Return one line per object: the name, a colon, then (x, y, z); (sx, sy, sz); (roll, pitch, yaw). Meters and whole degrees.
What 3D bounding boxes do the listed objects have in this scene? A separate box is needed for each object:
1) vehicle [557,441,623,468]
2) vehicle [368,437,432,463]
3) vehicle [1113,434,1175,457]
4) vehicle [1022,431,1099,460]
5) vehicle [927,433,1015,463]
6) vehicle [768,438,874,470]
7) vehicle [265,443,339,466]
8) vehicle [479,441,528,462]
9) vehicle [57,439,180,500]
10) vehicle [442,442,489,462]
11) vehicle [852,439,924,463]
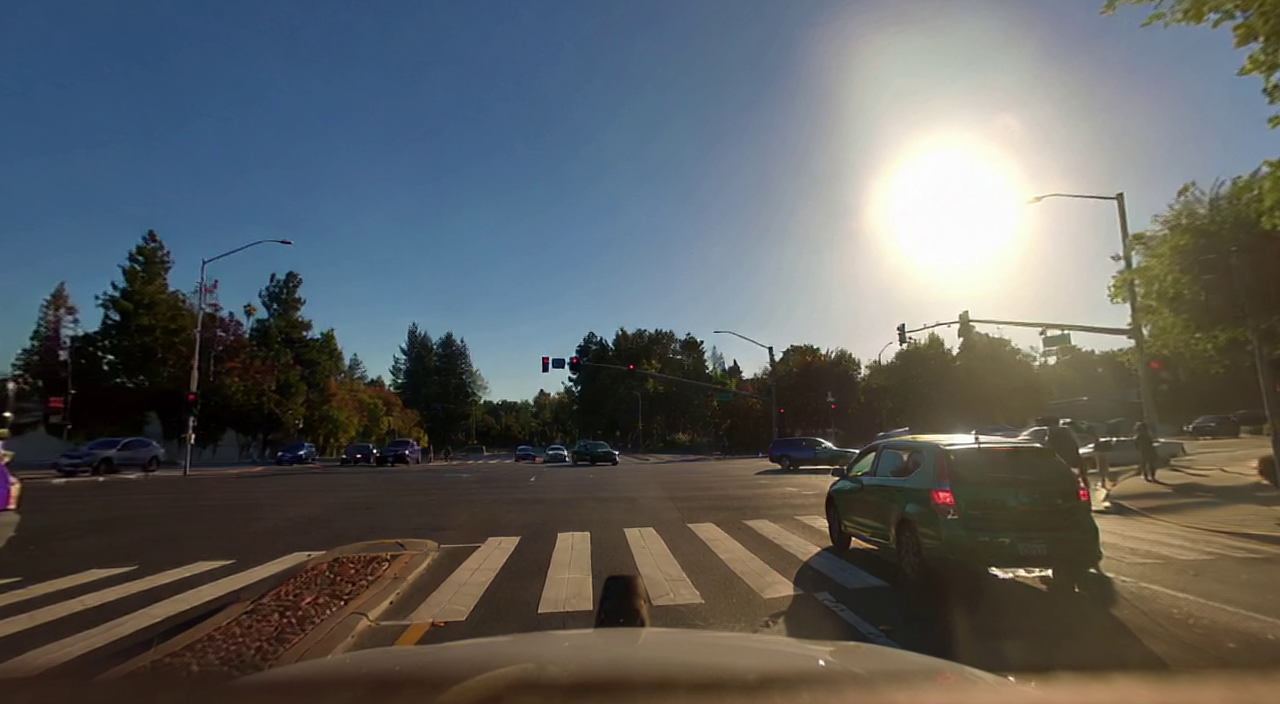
vehicle: (-2.961, 5.859, 36.344); (1.911, 1.415, 4.487); (5, -10, -31)
vehicle: (-17.380, 7.141, 46.003); (2.189, 1.753, 4.785); (-1, -9, 9)
vehicle: (38.627, 7.164, 48.396); (4.122, 1.682, 1.930); (4, -9, -25)
vehicle: (28.309, 6.295, 42.481); (4.662, 1.840, 2.055); (4, -10, -26)
vehicle: (20.081, 5.825, 38.302); (5.244, 1.717, 1.897); (4, -10, -27)
vehicle: (8.982, 5.109, 31.642); (4.911, 1.504, 2.109); (-2, -9, 14)
vehicle: (-21.825, 6.637, 41.001); (1.859, 1.415, 4.591); (-1, -9, 8)
vehicle: (-10.150, 7.464, 47.396); (2.097, 1.484, 4.596); (-1, -9, 8)
vehicle: (-14.276, 3.123, 17.208); (4.507, 1.428, 1.801); (-8, -11, 41)
vehicle: (-13.173, 7.585, 47.864); (1.845, 1.426, 4.289); (-1, -9, 8)
vehicle: (17.190, 6.836, 43.830); (4.524, 1.560, 2.052); (4, -10, -26)
